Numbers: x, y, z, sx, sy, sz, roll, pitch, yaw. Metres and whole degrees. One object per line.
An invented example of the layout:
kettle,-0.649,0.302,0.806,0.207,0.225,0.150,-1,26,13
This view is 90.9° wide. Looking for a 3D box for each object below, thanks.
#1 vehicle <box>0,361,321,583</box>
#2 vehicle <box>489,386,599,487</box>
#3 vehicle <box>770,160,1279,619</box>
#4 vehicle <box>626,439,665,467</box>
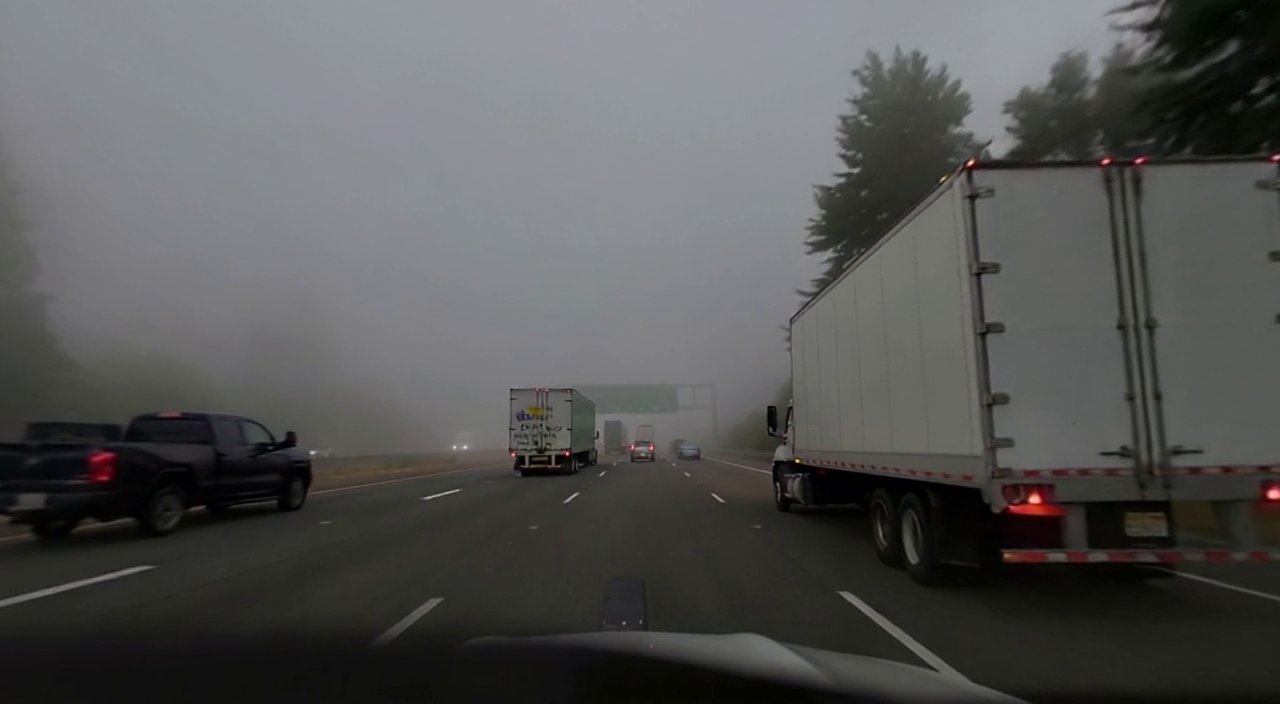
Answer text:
vehicle,-7.256,1.591,9.111,2.322,2.195,5.556,0,-8,0
vehicle,-3.265,3.218,23.690,2.745,3.156,7.608,0,-8,1
vehicle,4.034,0.752,8.552,2.895,3.484,7.631,0,-8,0
vehicle,0.290,5.793,36.174,2.105,1.502,4.068,0,-8,0
